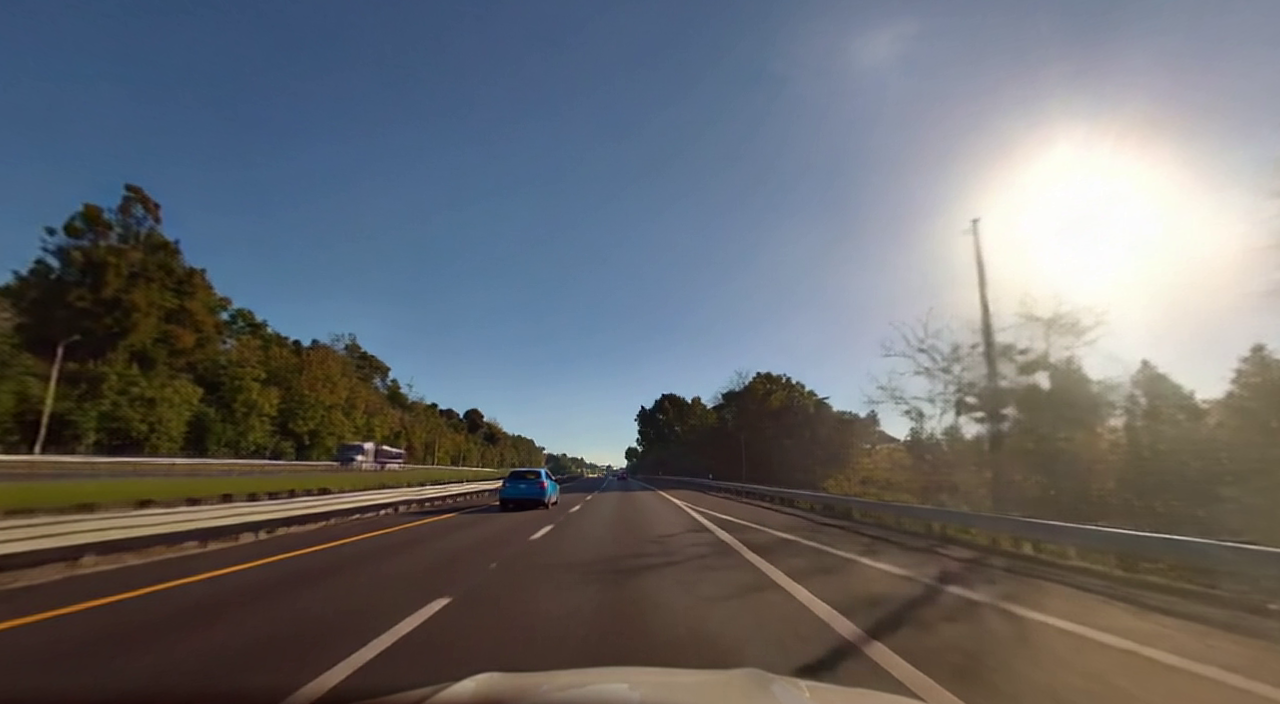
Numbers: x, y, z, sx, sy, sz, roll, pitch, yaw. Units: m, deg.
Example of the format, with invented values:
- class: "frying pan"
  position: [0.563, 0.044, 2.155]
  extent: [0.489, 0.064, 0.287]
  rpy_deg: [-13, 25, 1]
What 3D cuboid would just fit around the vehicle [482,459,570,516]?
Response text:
- class: "vehicle"
  position: [-3.485, 4.267, 20.128]
  extent: [1.967, 1.556, 4.364]
  rpy_deg: [1, -10, 0]
